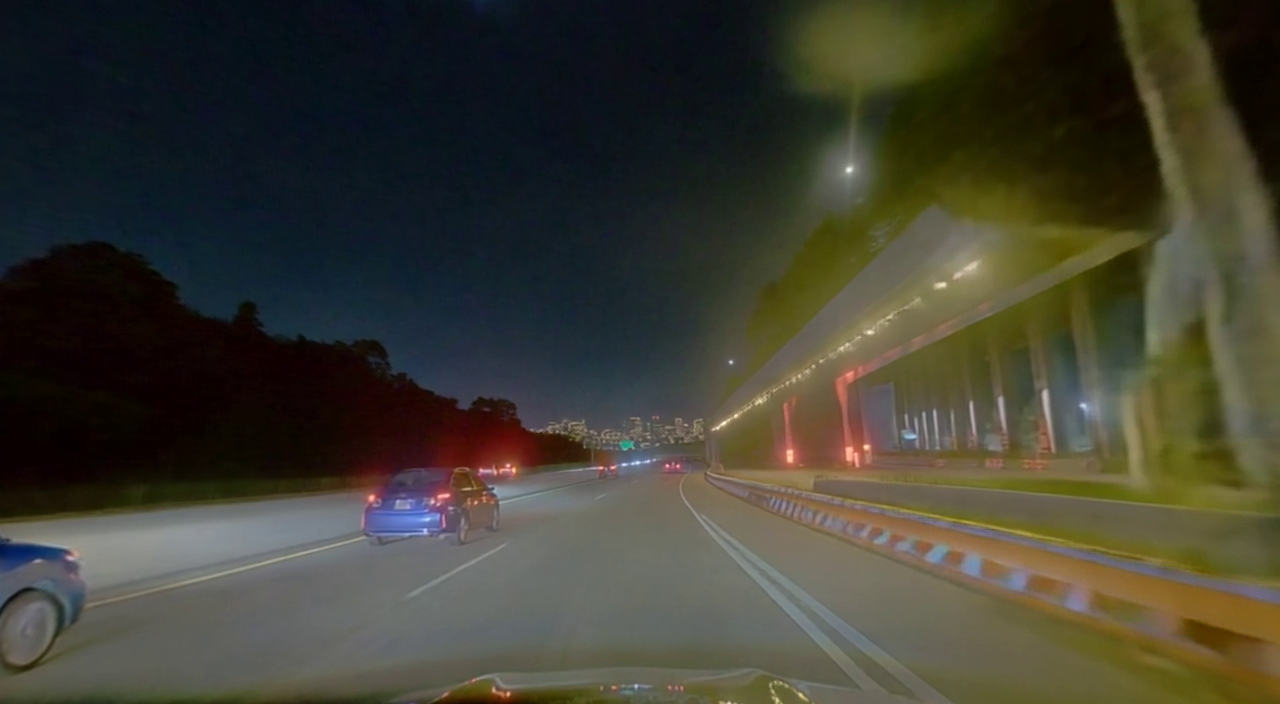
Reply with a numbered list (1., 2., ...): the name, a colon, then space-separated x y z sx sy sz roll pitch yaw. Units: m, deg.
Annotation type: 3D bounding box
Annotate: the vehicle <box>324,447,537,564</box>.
1. vehicle: -3.041 2.331 10.089 1.992 1.466 3.690 0 -10 2
